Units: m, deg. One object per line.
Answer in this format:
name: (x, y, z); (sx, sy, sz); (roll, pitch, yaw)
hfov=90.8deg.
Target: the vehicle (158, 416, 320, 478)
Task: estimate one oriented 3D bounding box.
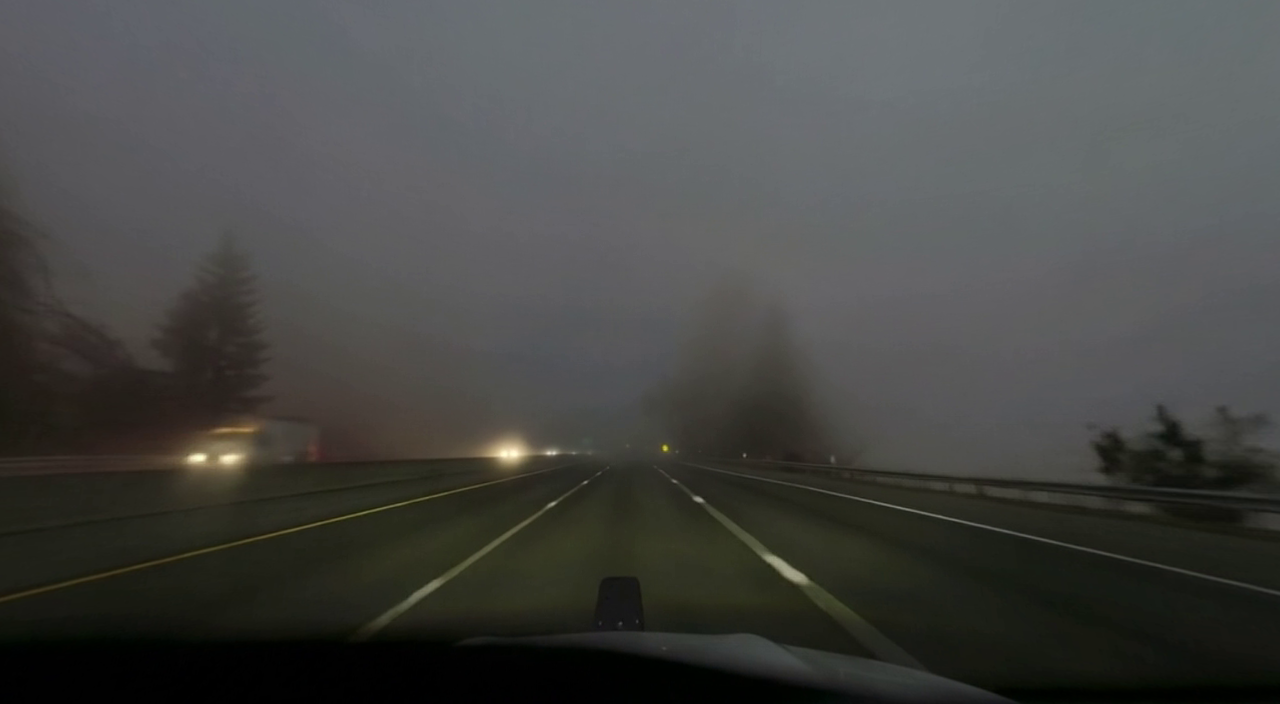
vehicle: (-17.326, 4.242, 27.968); (2.492, 2.371, 7.064); (0, -9, 0)
